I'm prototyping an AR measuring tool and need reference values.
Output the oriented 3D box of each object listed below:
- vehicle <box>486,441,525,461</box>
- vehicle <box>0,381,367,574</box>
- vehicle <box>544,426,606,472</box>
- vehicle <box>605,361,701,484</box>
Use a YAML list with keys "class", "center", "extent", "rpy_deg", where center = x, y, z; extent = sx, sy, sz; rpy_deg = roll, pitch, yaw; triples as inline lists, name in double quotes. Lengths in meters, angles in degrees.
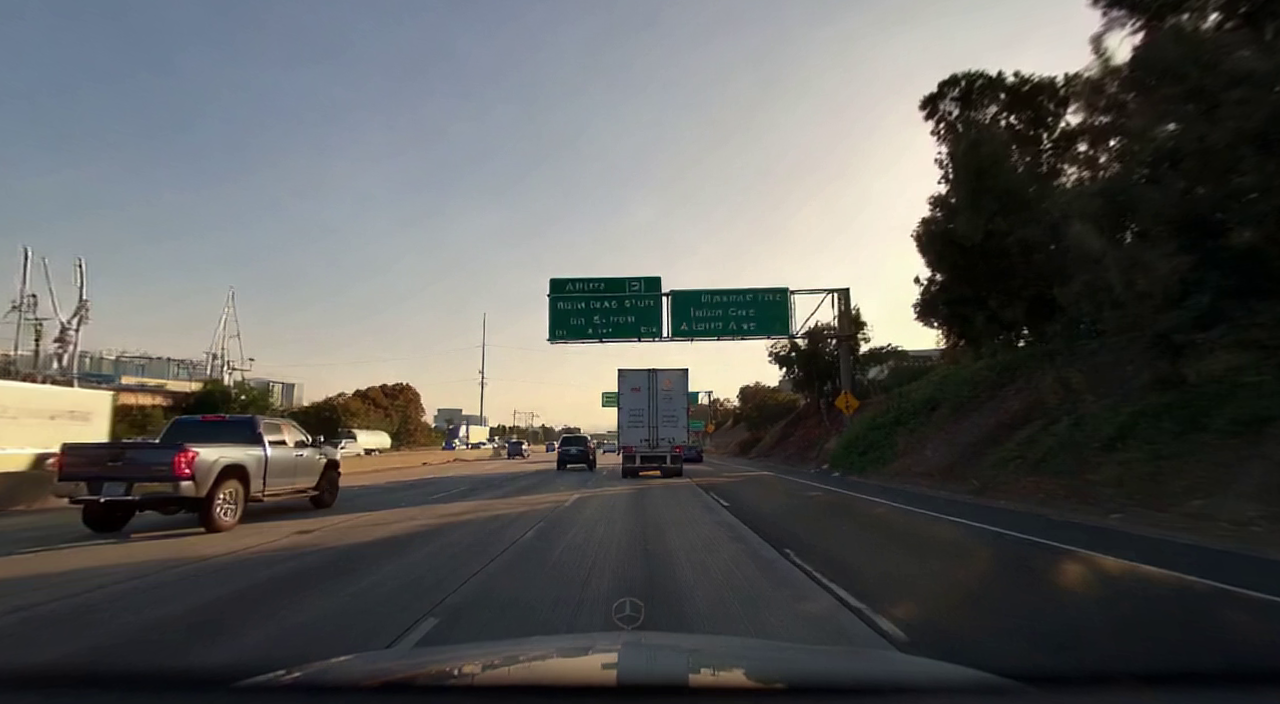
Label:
- class: "vehicle"
  center: [-10.404, 7.718, 49.078]
  extent: [1.909, 1.482, 4.582]
  rpy_deg: [0, -9, 1]
- class: "vehicle"
  center: [-6.739, 1.735, 9.542]
  extent: [2.479, 1.978, 5.952]
  rpy_deg: [0, -9, 1]
- class: "vehicle"
  center: [-3.137, 4.881, 31.909]
  extent: [2.379, 2.075, 6.169]
  rpy_deg: [0, -9, 1]
- class: "vehicle"
  center: [0.399, 2.915, 24.531]
  extent: [2.941, 3.794, 9.851]
  rpy_deg: [0, -9, 0]
